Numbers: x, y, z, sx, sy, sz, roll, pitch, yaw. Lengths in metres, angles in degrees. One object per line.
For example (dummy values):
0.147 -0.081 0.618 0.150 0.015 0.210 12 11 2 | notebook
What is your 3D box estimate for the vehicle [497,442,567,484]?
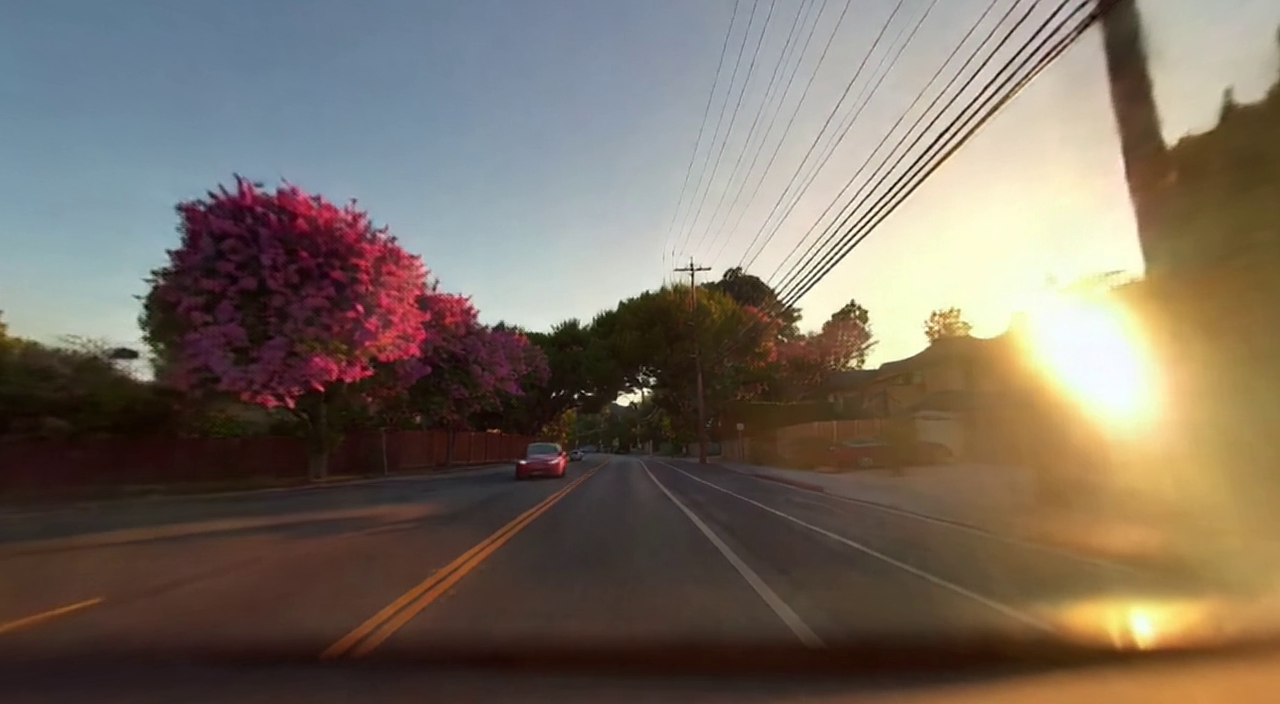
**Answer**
-4.243 4.414 25.488 2.074 1.511 4.126 0 -8 0 | vehicle
